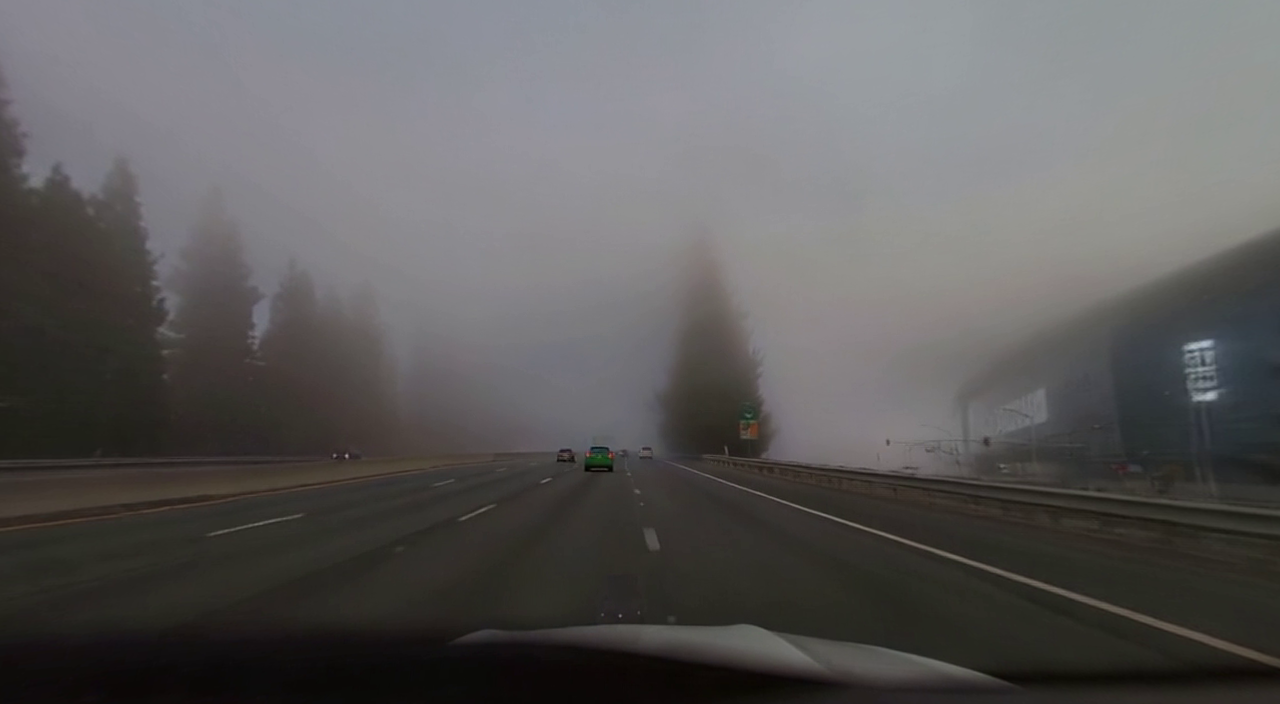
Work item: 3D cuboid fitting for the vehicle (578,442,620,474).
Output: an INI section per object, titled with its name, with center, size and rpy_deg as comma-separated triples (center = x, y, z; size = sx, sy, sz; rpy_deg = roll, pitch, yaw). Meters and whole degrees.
[vehicle]
center = -2.391, 6.372, 38.118
size = 2.302, 1.810, 4.707
rpy_deg = 0, -9, -1
